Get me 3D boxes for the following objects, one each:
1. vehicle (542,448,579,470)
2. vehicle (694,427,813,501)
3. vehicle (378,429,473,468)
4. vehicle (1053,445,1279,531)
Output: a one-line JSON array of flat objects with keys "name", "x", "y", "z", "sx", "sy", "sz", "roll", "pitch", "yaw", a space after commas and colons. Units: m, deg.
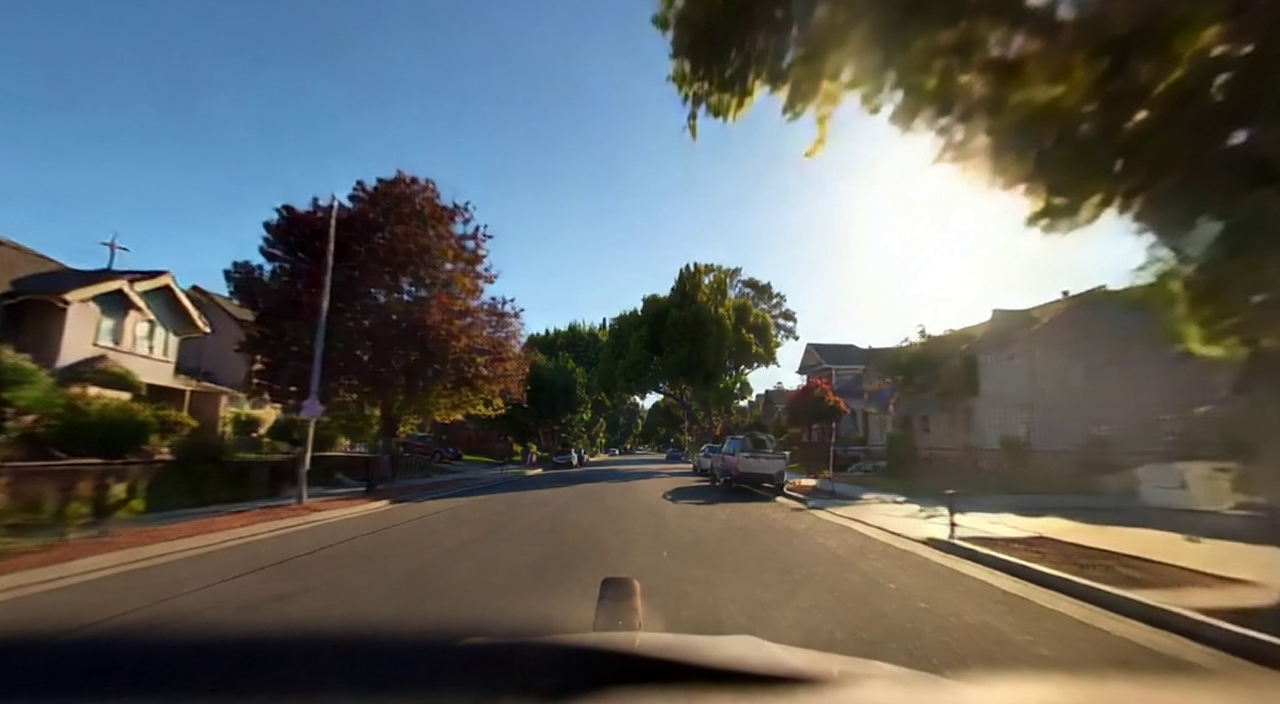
[{"name": "vehicle", "x": -5.840, "y": 7.947, "z": 46.816, "sx": 2.027, "sy": 1.544, "sz": 4.959, "roll": 0, "pitch": -9, "yaw": 0}, {"name": "vehicle", "x": 3.764, "y": 3.968, "z": 22.812, "sx": 2.952, "sy": 2.216, "sz": 7.033, "roll": 0, "pitch": -9, "yaw": -1}, {"name": "vehicle", "x": -13.116, "y": 5.901, "z": 38.628, "sx": 4.837, "sy": 1.897, "sz": 2.228, "roll": 4, "pitch": -8, "yaw": 5}, {"name": "vehicle", "x": 10.510, "y": 2.343, "z": 11.130, "sx": 5.034, "sy": 1.361, "sz": 1.928, "roll": 0, "pitch": -9, "yaw": 0}]
